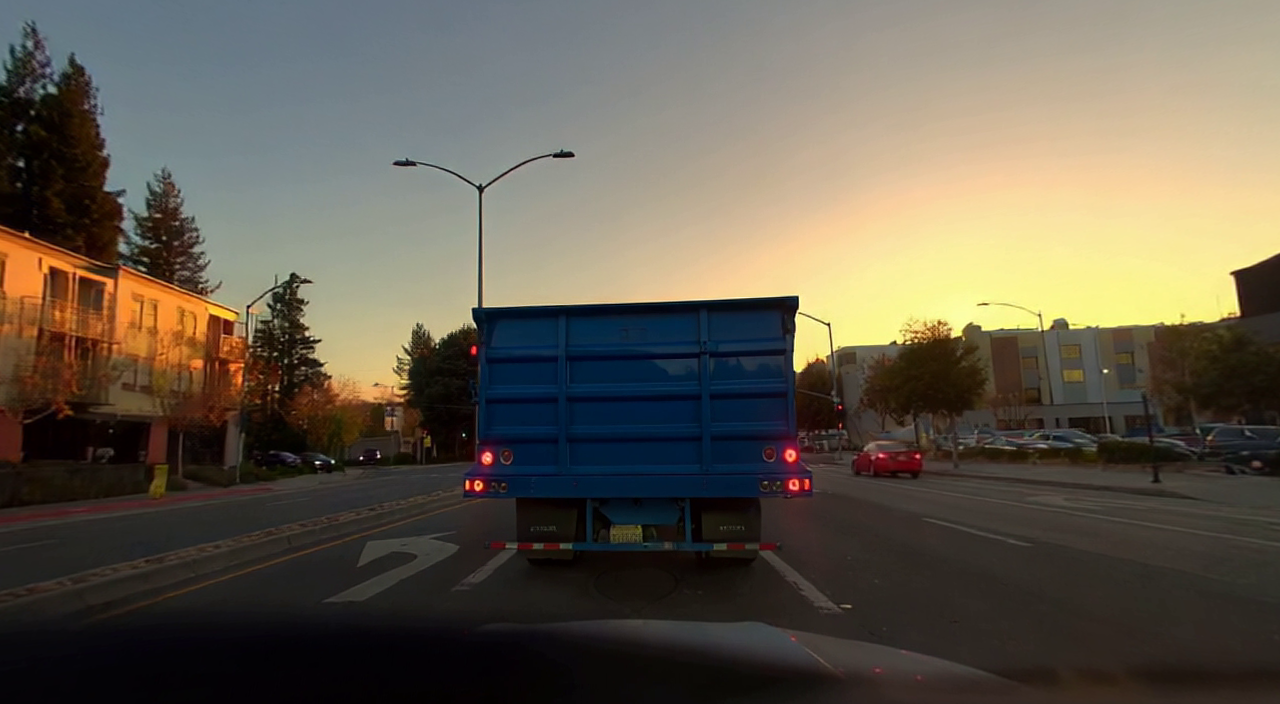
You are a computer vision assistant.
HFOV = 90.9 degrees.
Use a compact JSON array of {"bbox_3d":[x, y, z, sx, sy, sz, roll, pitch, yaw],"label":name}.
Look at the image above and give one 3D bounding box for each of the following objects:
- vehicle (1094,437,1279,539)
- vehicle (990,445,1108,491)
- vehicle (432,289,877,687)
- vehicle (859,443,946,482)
[{"bbox_3d":[10.365,2.170,10.540,2.071,1.477,4.726,-1,-8,1],"label":"vehicle"},{"bbox_3d":[14.273,4.024,22.256,1.702,1.475,3.670,-1,-8,1],"label":"vehicle"},{"bbox_3d":[0.231,1.302,7.389,2.650,2.391,7.008,-1,-8,3],"label":"vehicle"},{"bbox_3d":[10.817,4.563,26.290,1.907,1.465,4.077,-1,-8,1],"label":"vehicle"}]
